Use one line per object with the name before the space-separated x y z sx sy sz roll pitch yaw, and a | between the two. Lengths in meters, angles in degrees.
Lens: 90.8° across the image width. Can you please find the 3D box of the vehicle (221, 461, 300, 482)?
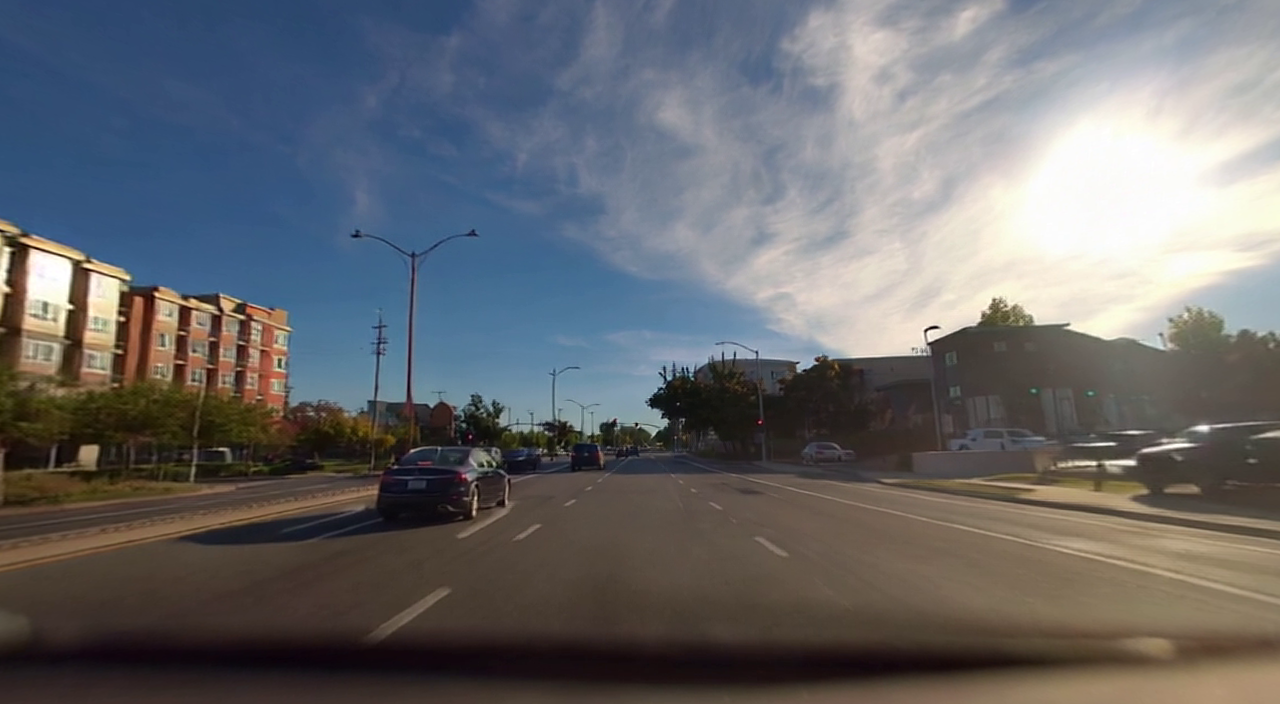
vehicle | -27.952 8.792 46.647 4.658 1.478 1.968 -1 -9 6

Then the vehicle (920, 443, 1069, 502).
vehicle | 10.583 3.600 19.319 1.853 1.548 4.340 0 -9 -3

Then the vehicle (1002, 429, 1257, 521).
vehicle | 10.273 2.597 13.855 1.975 1.677 4.400 0 -9 -1

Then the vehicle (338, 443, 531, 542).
vehicle | -3.465 2.448 11.724 2.144 1.447 4.421 0 -9 -1

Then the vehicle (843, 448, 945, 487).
vehicle | 10.125 4.609 25.653 2.045 1.418 4.869 0 -9 -1

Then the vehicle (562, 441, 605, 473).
vehicle | -3.483 6.580 39.775 2.220 1.888 4.904 0 -9 1

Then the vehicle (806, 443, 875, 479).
vehicle | 10.090 5.510 32.169 1.992 1.664 4.246 0 -9 -2
